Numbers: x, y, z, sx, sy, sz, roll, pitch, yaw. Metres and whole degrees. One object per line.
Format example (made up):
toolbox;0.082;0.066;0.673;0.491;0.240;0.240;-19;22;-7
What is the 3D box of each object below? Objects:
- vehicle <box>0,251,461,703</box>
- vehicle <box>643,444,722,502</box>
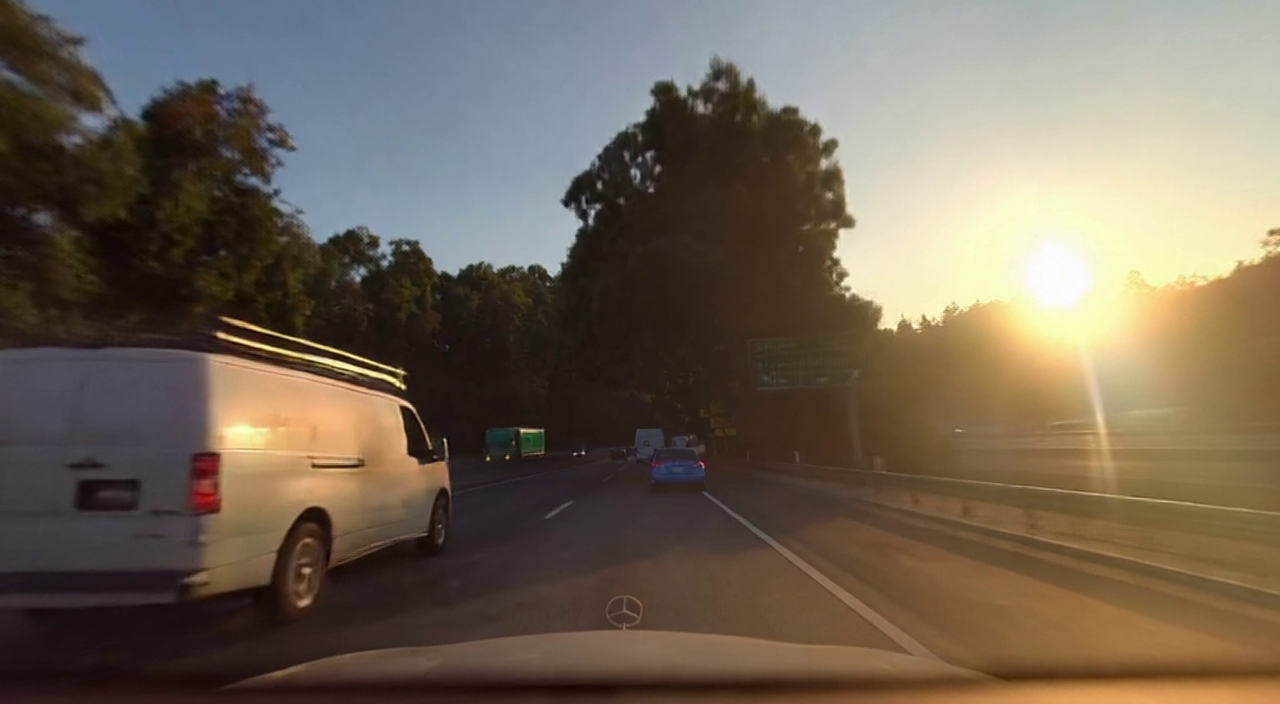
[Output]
vehicle;-3.155;1.007;4.689;2.217;2.033;4.975;0;-9;-1
vehicle;1.100;3.401;18.083;2.012;1.485;3.649;0;-9;0
